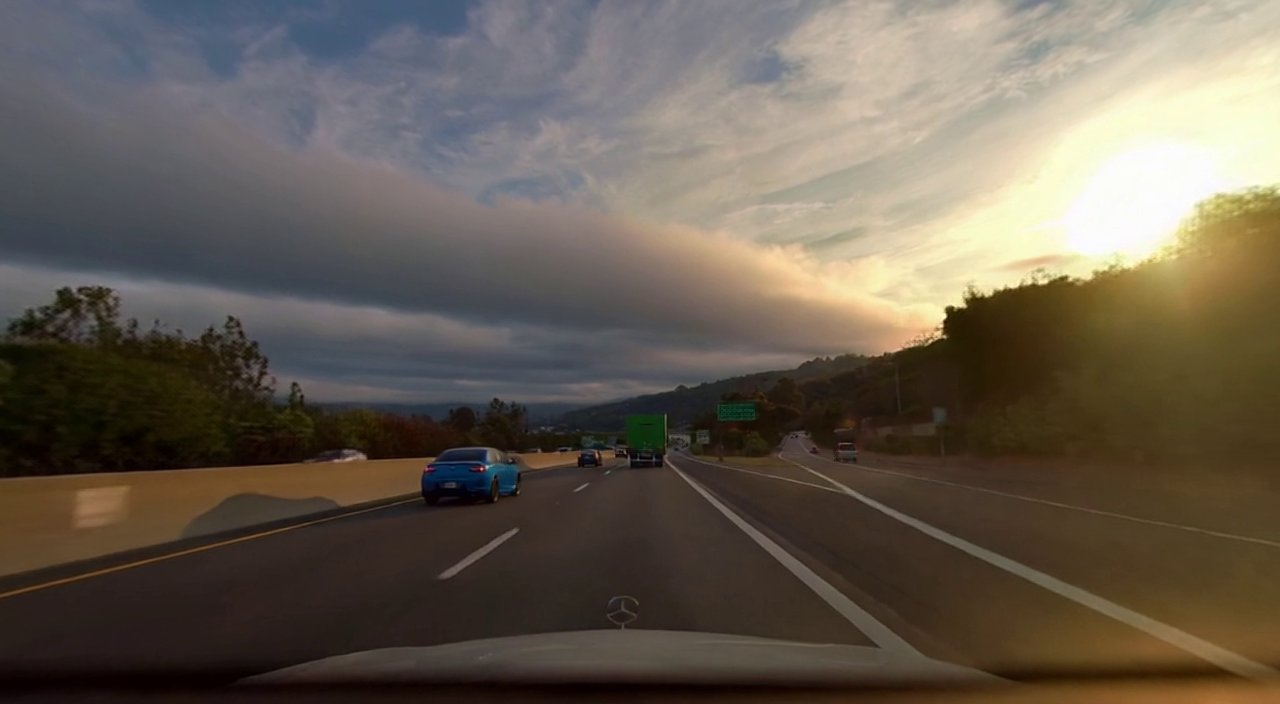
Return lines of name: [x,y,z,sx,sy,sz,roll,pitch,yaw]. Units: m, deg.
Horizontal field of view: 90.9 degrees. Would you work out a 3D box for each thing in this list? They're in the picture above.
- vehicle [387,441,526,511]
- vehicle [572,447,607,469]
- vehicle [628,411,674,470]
vehicle: [-4.245,2.933,15.408,2.010,1.461,4.391,0,-9,1]
vehicle: [-3.471,7.383,44.070,1.981,1.435,4.199,0,-9,2]
vehicle: [0.724,6.262,44.189,2.893,3.628,9.081,0,-9,1]
